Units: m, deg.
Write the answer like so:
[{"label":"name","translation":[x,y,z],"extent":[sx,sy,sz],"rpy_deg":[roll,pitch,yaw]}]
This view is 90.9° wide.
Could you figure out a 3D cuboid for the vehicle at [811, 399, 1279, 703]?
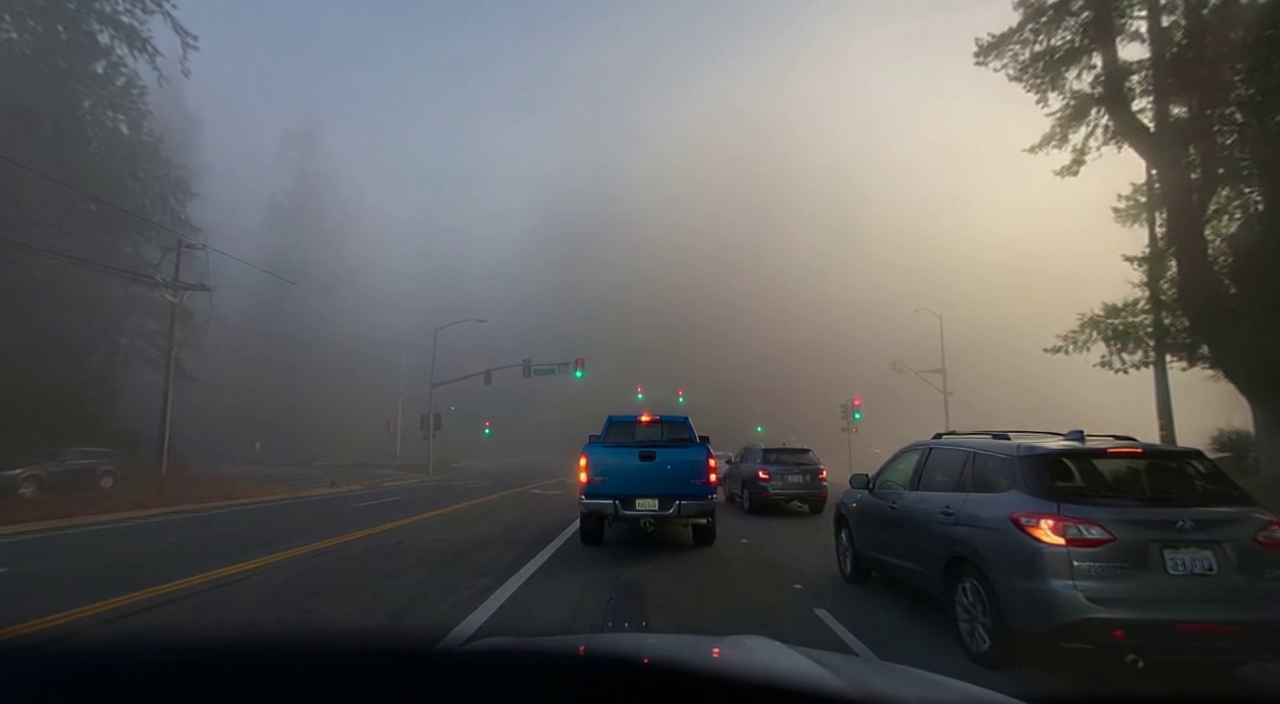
[{"label":"vehicle","translation":[3.323,1.441,5.544],"extent":[2.155,1.667,5.162],"rpy_deg":[0,-9,0]}]

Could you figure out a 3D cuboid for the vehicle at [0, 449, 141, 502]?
[{"label":"vehicle","translation":[-21.747,4.577,23.858],"extent":[2.062,1.764,4.508],"rpy_deg":[0,-8,-2]}]

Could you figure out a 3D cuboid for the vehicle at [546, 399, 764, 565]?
[{"label":"vehicle","translation":[0.194,1.986,10.451],"extent":[2.636,2.011,5.425],"rpy_deg":[0,-8,0]}]
